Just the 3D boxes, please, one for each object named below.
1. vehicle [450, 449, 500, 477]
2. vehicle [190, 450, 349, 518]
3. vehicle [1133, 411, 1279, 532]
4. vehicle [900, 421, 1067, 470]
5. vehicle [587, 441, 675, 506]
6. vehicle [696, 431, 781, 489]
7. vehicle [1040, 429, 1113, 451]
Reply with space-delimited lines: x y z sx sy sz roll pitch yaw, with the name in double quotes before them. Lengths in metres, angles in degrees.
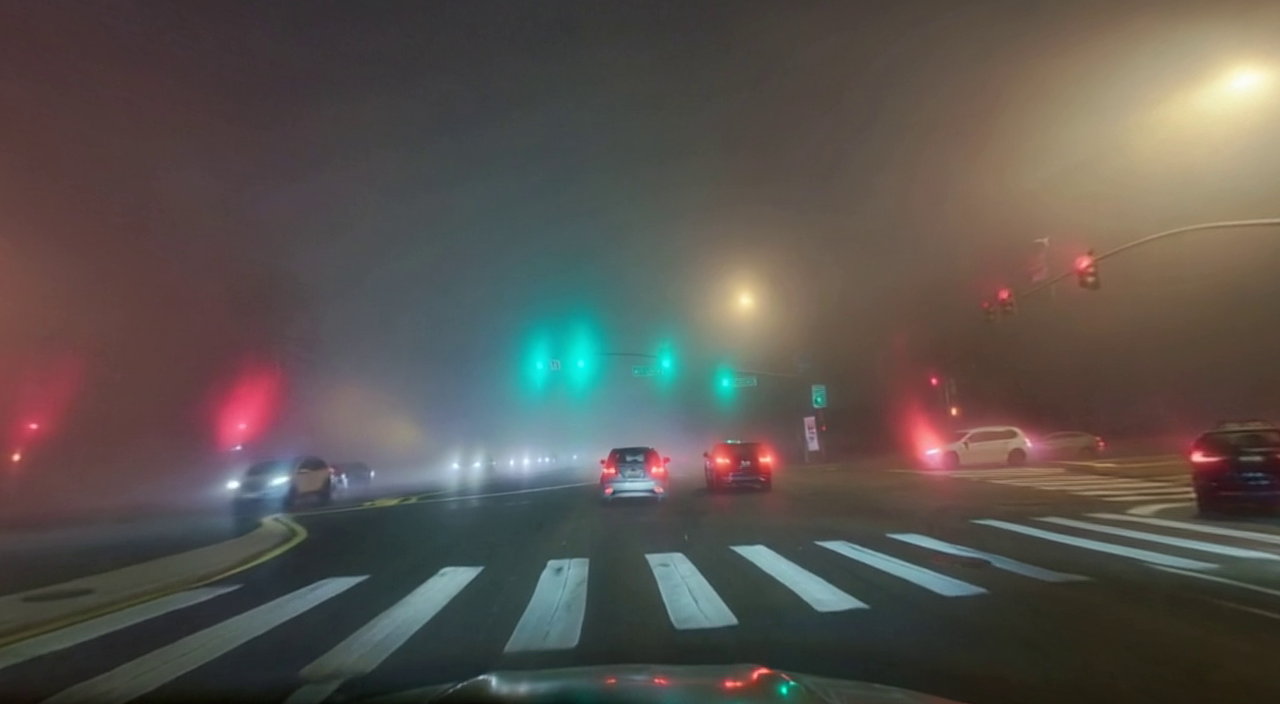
"vehicle" -11.044 7.455 42.670 2.102 1.758 4.532 0 -8 1
"vehicle" -11.270 4.005 19.733 2.078 1.795 4.636 0 -8 1
"vehicle" 10.464 2.019 11.143 2.039 1.760 4.319 -5 -10 29
"vehicle" 15.155 4.187 28.361 6.013 2.030 2.461 -2 -9 12
"vehicle" -0.254 3.126 16.761 2.034 1.500 3.966 0 -8 -1
"vehicle" 3.241 3.676 21.856 2.107 1.773 4.557 0 -8 -1
"vehicle" 31.015 6.294 45.030 2.032 1.458 4.204 0 -8 -3
